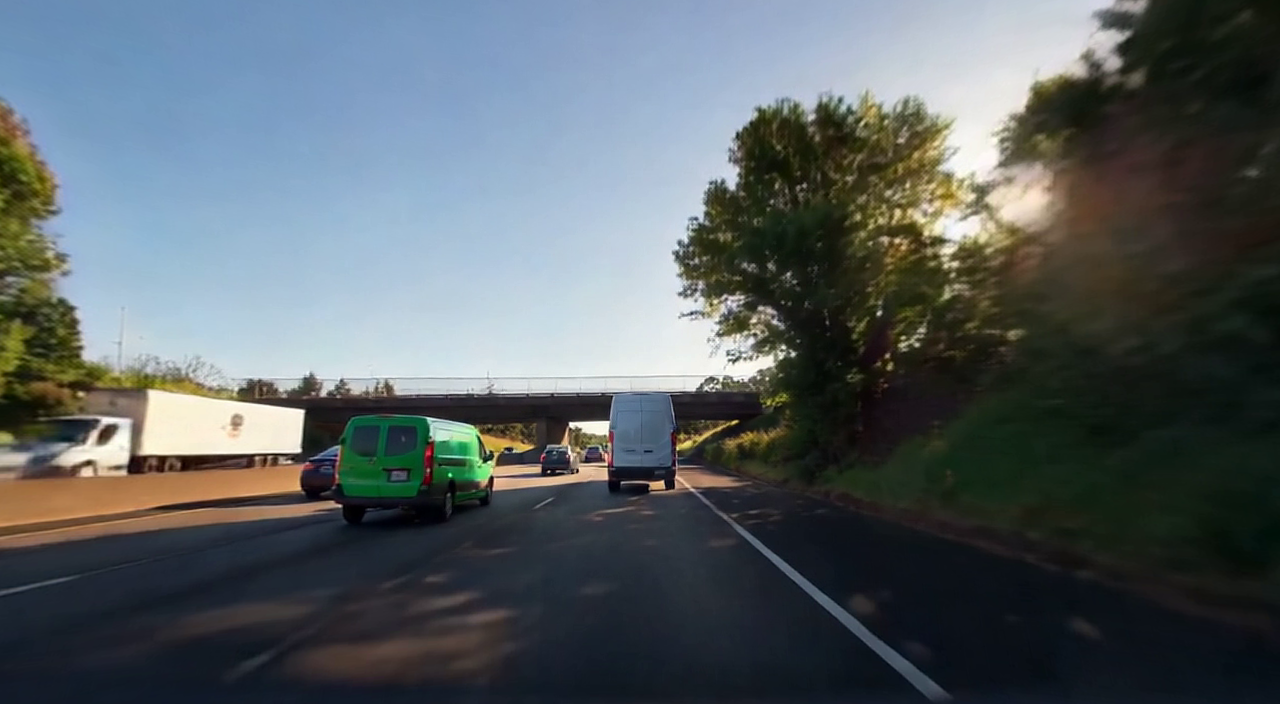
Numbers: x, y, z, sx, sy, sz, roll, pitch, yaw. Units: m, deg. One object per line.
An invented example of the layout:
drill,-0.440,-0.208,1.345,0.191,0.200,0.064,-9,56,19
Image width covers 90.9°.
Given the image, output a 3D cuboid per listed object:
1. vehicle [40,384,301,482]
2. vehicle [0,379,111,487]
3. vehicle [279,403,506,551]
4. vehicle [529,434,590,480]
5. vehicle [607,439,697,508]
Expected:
vehicle,-23.514,4.491,33.523,2.813,4.101,14.020,0,-9,1
vehicle,-23.665,3.203,24.934,2.891,4.015,2.438,0,-9,3
vehicle,-3.601,1.913,10.115,1.951,1.882,3.979,0,-9,0
vehicle,-3.418,4.596,27.688,2.068,1.862,4.234,0,-9,1
vehicle,0.249,2.945,15.609,1.991,1.507,3.391,0,-9,-1
